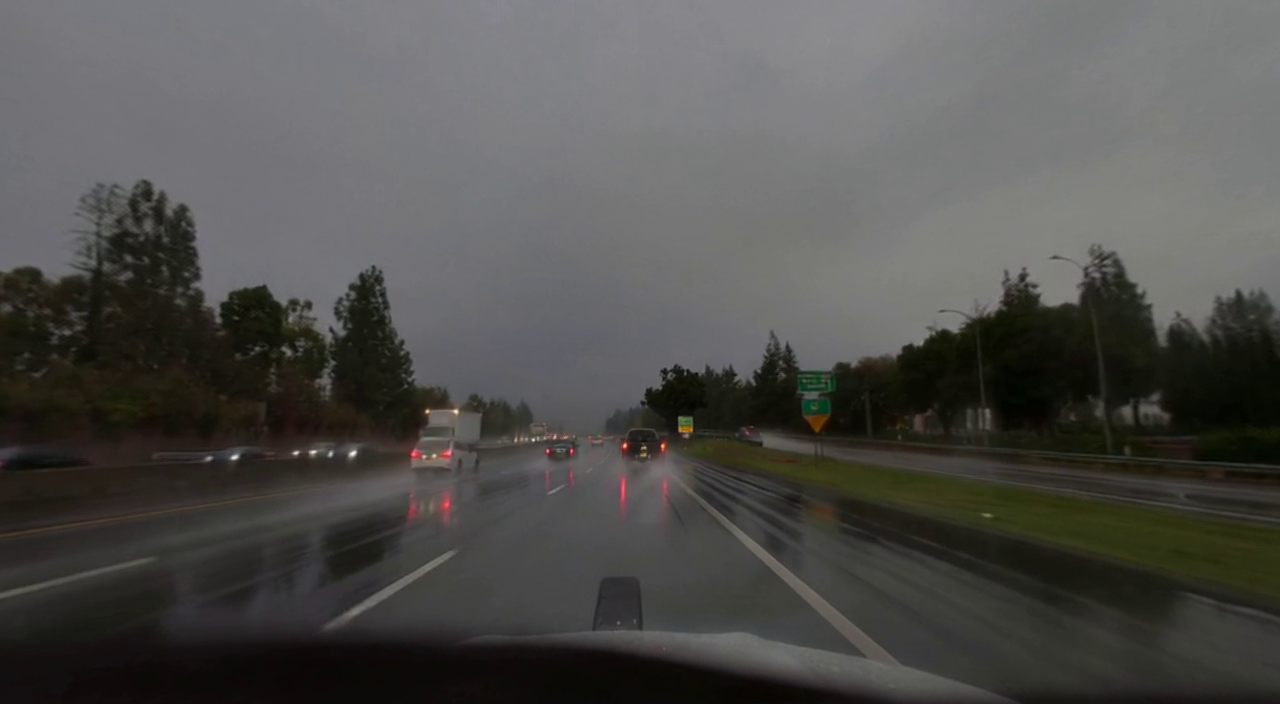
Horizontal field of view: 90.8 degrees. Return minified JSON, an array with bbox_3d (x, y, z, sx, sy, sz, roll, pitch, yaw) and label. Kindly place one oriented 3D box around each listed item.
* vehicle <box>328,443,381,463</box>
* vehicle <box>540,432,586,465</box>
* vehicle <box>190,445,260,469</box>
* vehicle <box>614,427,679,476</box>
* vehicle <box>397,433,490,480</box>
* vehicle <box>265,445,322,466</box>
[{"bbox_3d":[-21.347,7.569,47.468,1.839,1.455,4.501,0,-8,0],"label":"vehicle"},{"bbox_3d":[-4.270,5.445,35.598,2.044,1.717,4.421,0,-8,0],"label":"vehicle"},{"bbox_3d":[-29.020,7.359,44.382,1.813,1.570,4.679,0,-8,-1],"label":"vehicle"},{"bbox_3d":[0.191,3.973,25.413,2.378,1.750,4.355,0,-8,-1],"label":"vehicle"},{"bbox_3d":[-7.728,4.158,25.403,2.195,1.652,4.733,0,-8,0],"label":"vehicle"},{"bbox_3d":[-25.198,7.555,46.113,1.873,1.435,4.122,0,-8,0],"label":"vehicle"}]
